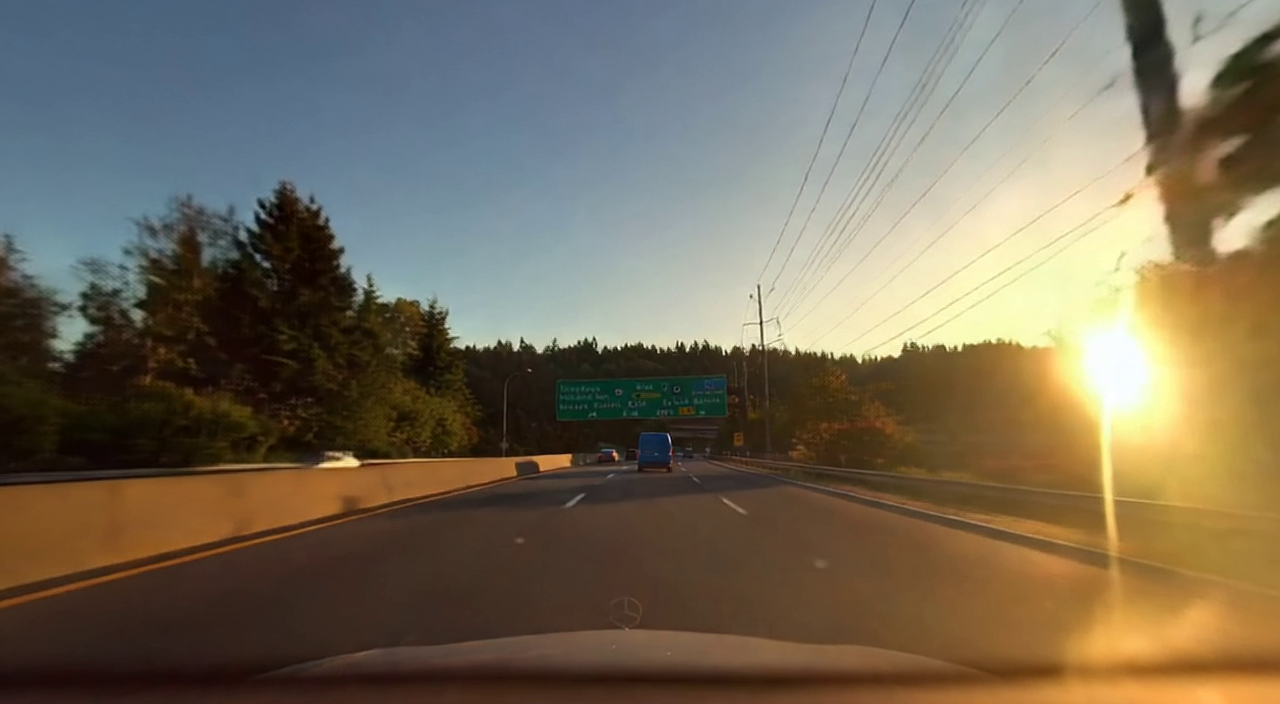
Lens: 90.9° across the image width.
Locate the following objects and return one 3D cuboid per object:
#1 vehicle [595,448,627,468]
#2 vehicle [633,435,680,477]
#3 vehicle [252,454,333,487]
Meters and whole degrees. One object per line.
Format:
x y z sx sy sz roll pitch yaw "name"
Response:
-2.185 8.087 48.041 1.996 1.433 4.316 -1 -9 3 "vehicle"
0.865 5.397 32.785 2.261 1.969 5.104 -1 -9 2 "vehicle"
-17.347 5.904 31.710 1.673 1.469 3.993 -1 -9 2 "vehicle"
